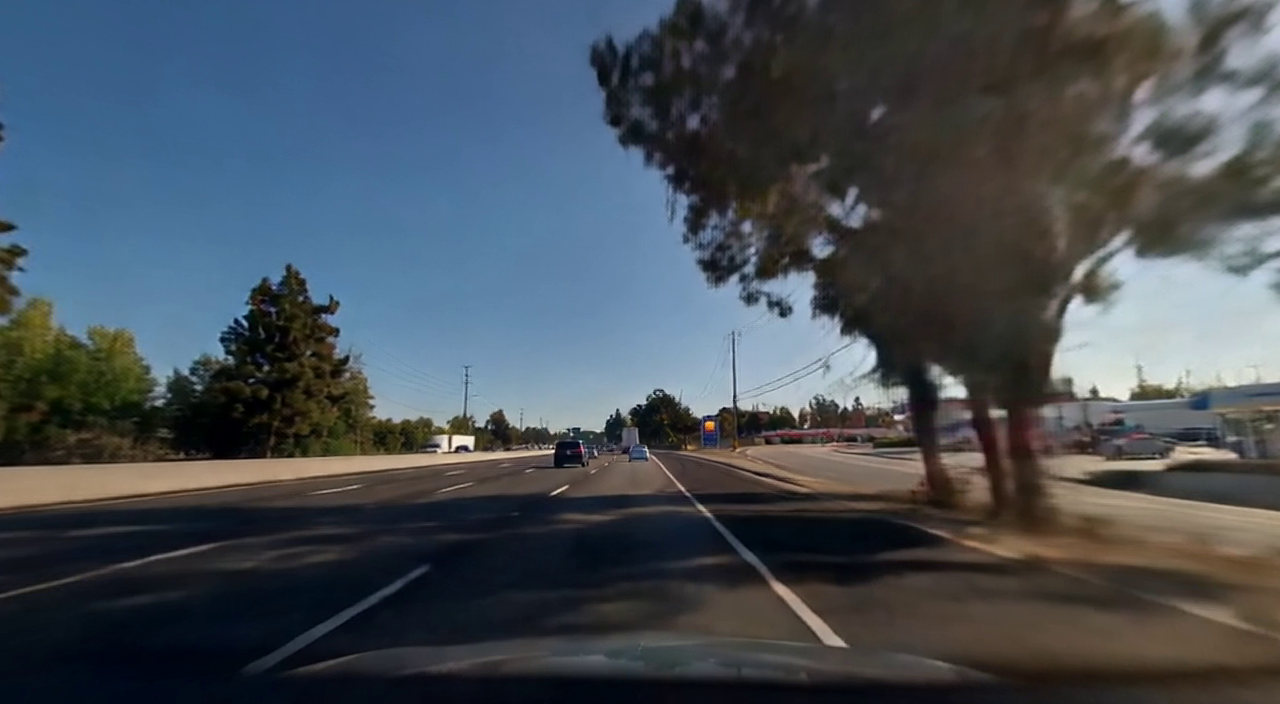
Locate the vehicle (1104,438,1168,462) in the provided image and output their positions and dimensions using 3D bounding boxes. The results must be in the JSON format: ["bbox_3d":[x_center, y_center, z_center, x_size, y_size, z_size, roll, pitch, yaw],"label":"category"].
[{"bbox_3d":[34.537,6.837,43.860,4.744,1.460,2.103,7,-15,-36],"label":"vehicle"}]

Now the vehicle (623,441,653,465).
[{"bbox_3d":[-0.168,7.029,44.012,1.982,1.524,3.800,0,-8,-2],"label":"vehicle"}]

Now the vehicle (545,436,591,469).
[{"bbox_3d":[-4.365,6.201,39.057,2.273,1.884,4.515,0,-8,0],"label":"vehicle"}]
